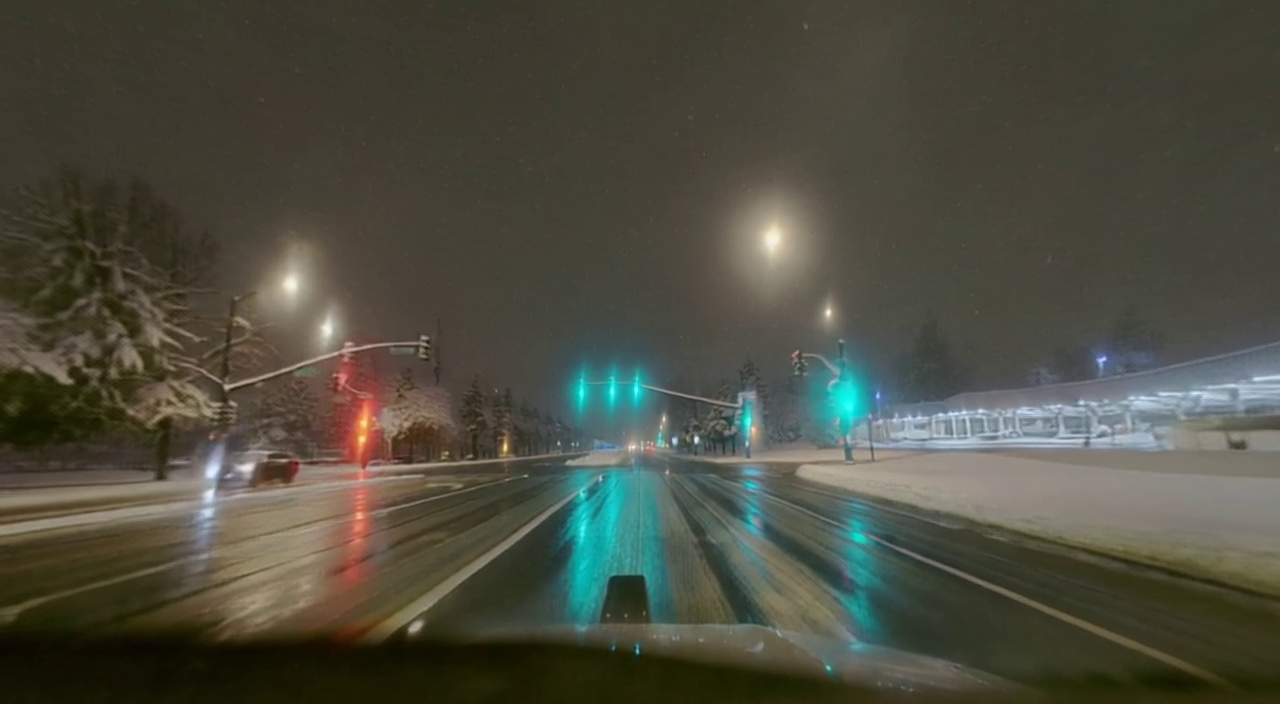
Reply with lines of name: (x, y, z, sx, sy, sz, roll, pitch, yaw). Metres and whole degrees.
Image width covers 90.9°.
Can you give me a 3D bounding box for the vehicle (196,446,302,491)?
vehicle: (-16.262, 4.818, 26.505, 1.999, 1.710, 4.228, 1, -8, -6)
